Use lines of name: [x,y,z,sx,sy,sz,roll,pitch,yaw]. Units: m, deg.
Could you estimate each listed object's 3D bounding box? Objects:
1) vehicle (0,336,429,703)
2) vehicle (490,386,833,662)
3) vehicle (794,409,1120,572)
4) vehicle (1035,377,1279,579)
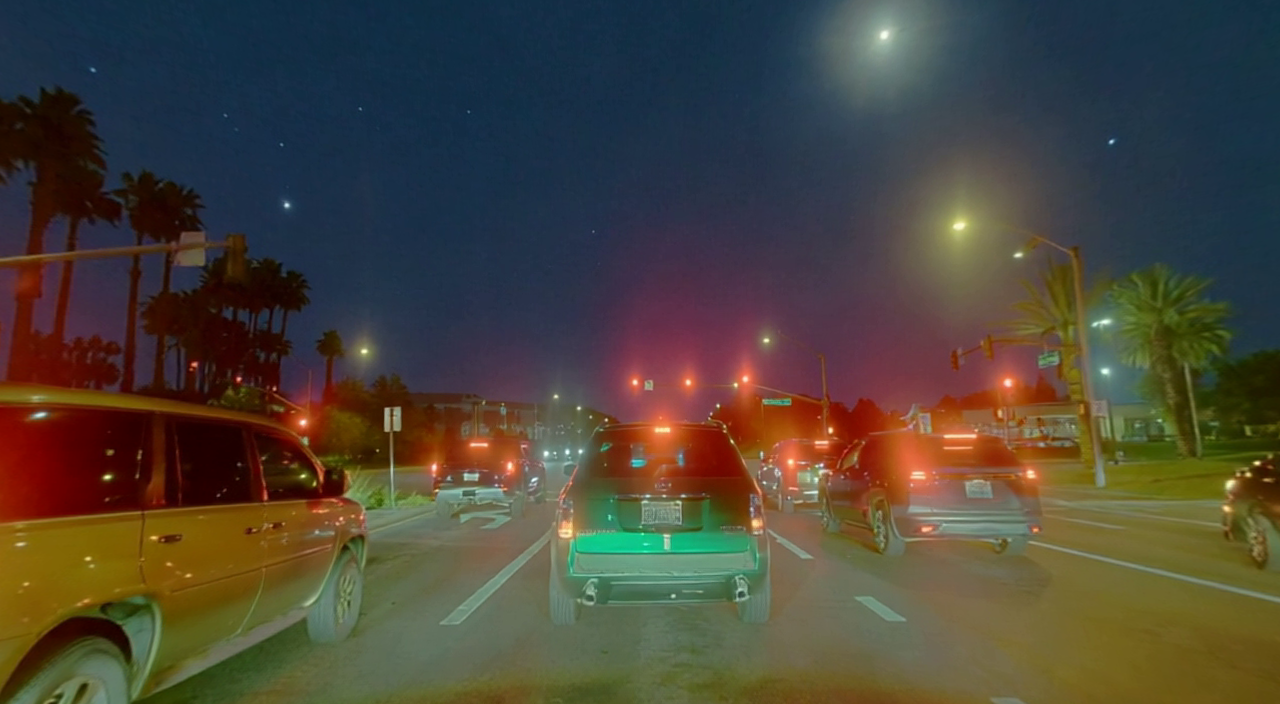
vehicle: [-3.165,1.086,3.902,2.171,1.702,4.416,0,-9,0]
vehicle: [0.162,1.373,6.052,2.123,1.704,4.128,0,-9,1]
vehicle: [4.003,1.852,9.293,2.072,1.704,5.170,0,-9,0]
vehicle: [7.327,1.335,6.858,2.337,1.925,5.728,0,-8,1]
